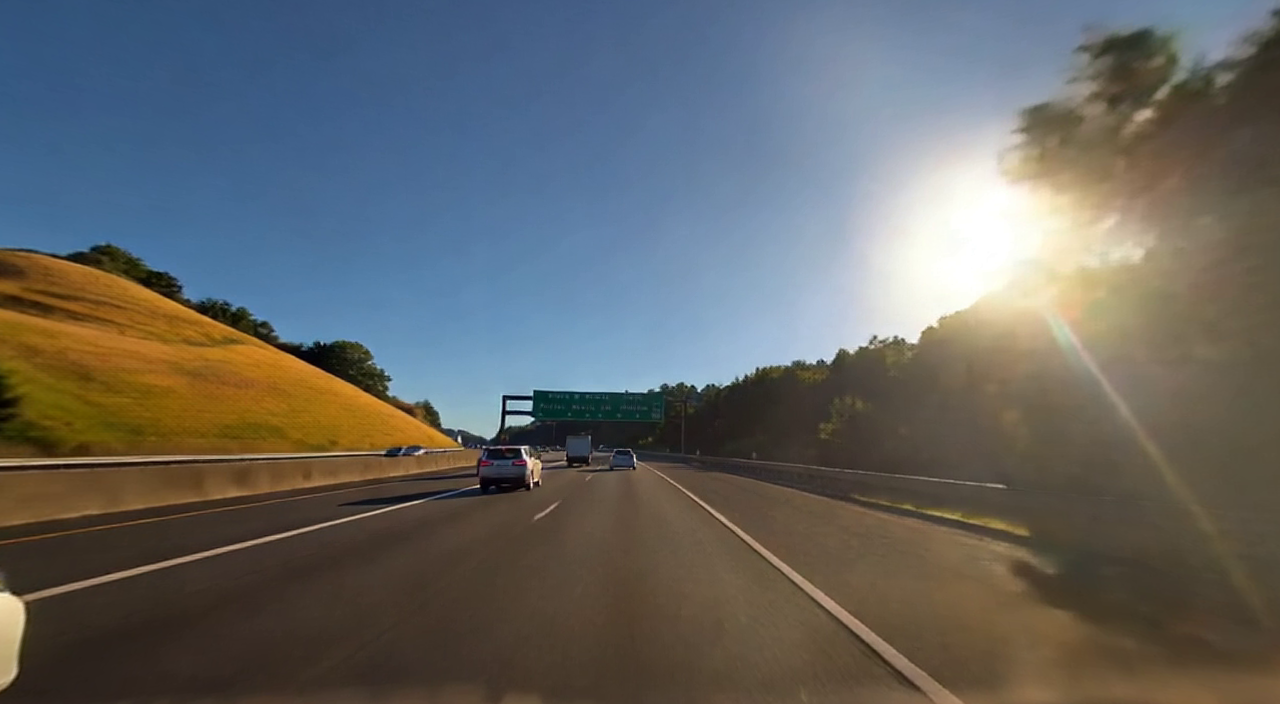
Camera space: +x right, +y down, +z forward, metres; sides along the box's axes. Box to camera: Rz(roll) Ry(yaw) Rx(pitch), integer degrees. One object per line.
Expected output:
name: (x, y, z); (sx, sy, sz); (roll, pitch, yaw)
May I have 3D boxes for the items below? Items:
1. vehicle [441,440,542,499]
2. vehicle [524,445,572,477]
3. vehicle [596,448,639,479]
vehicle: (-4.493, 3.633, 19.833); (2.208, 1.619, 4.162); (0, -9, 0)
vehicle: (-4.971, 5.953, 34.753); (2.118, 1.624, 4.032); (0, -9, -1)
vehicle: (-1.146, 5.587, 31.956); (1.988, 1.440, 4.201); (0, -9, -2)
